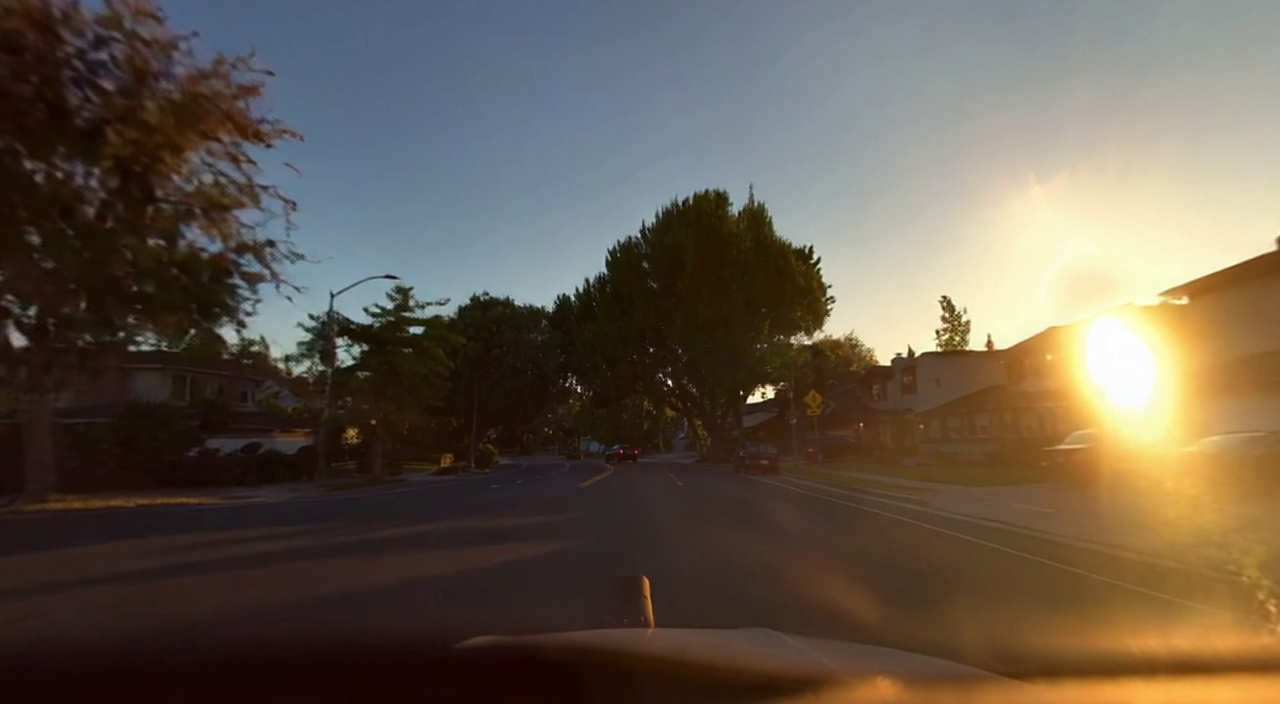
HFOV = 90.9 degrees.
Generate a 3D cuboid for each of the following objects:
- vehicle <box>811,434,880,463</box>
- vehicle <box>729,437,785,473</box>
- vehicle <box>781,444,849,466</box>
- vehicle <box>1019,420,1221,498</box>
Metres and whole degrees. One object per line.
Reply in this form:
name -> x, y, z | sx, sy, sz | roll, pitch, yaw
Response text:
vehicle -> 15.913, 7.484, 49.198 | 2.205, 1.995, 5.543 | -1, -7, -16
vehicle -> 6.915, 6.168, 38.154 | 2.348, 1.986, 6.289 | 0, -8, 1
vehicle -> 12.631, 7.448, 45.538 | 4.508, 1.462, 1.721 | 4, -10, -16
vehicle -> 14.512, 3.106, 19.081 | 5.277, 1.749, 2.335 | -1, -3, -21
